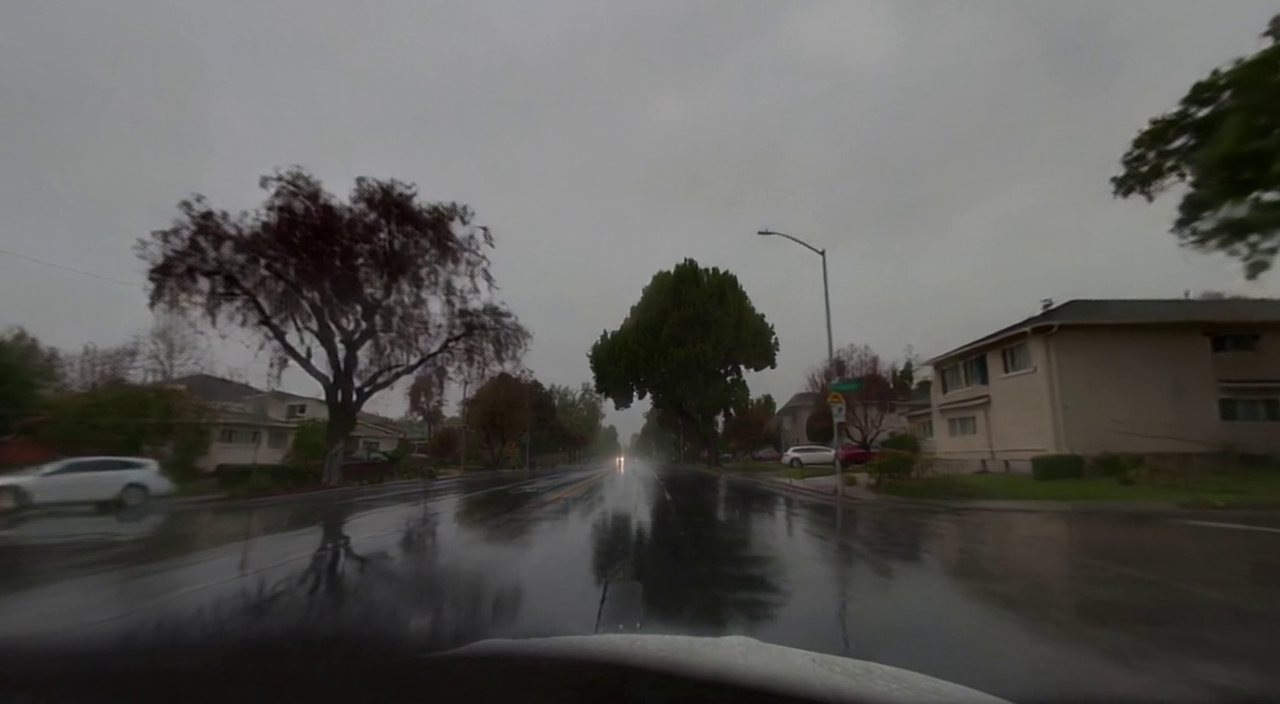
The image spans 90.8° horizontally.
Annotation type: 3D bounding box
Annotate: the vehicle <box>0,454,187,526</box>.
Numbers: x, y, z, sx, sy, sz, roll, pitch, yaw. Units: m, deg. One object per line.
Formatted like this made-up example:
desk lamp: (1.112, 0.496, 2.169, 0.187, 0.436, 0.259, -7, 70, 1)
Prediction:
vehicle: (-14.792, 3.431, 16.118, 2.064, 1.596, 4.716, -6, -11, 33)

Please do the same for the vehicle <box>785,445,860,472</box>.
vehicle: (13.135, 7.700, 45.797, 4.912, 1.895, 2.047, -1, -9, 7)
